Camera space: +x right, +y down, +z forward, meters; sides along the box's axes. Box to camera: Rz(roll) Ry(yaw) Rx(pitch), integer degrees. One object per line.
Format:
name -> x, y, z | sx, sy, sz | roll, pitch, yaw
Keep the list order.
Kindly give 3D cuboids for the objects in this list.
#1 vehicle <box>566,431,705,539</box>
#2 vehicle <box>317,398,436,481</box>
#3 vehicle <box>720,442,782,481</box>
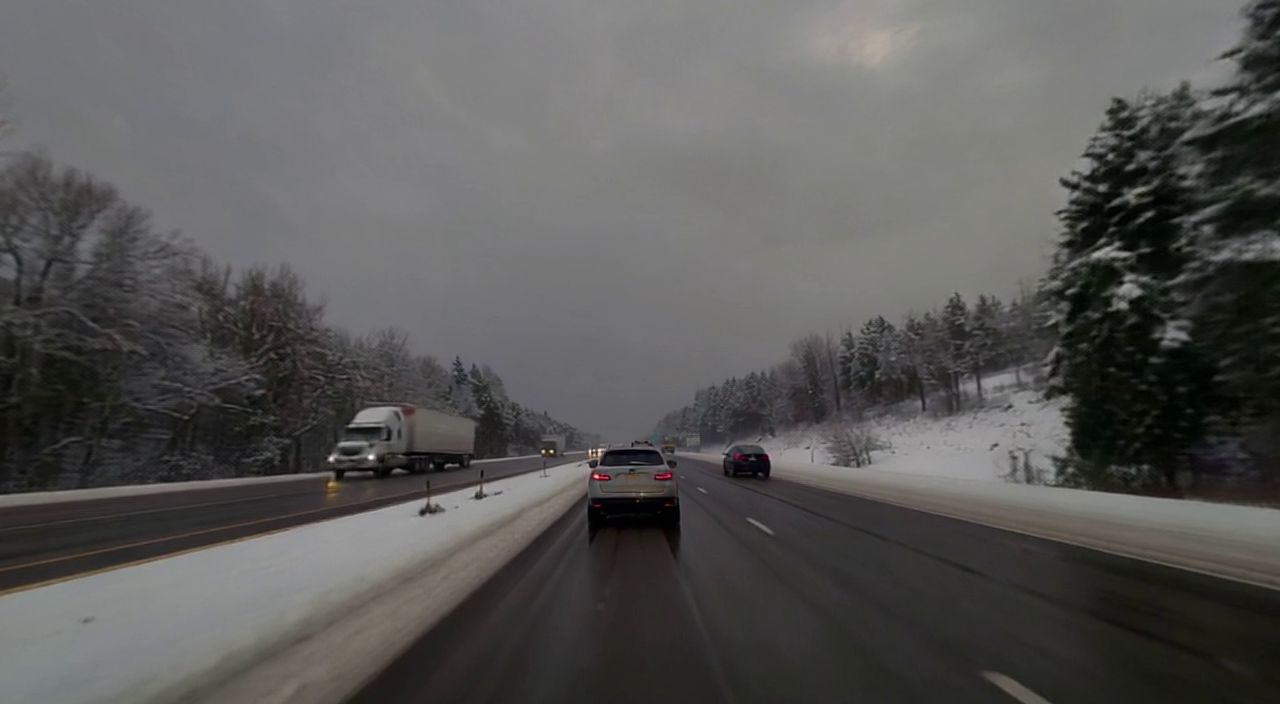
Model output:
vehicle -> -0.105, 2.282, 11.336 | 2.088, 1.580, 3.657 | 0, -9, -1
vehicle -> -13.542, 4.640, 33.159 | 3.152, 3.893, 6.812 | -1, -9, 1
vehicle -> 4.695, 4.694, 27.167 | 1.931, 1.516, 3.995 | 0, -9, -1
